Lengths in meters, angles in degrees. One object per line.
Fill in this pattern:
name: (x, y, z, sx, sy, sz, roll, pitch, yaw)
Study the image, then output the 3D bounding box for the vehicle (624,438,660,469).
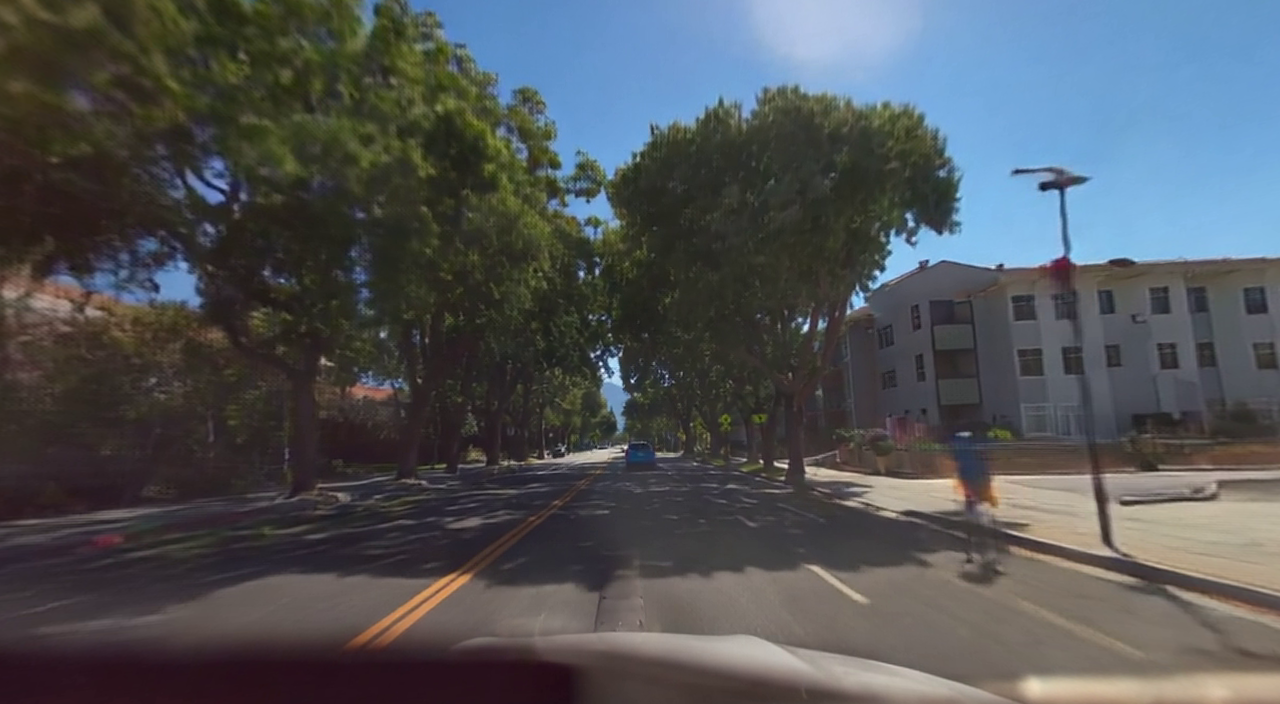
vehicle: (0.142, 5.868, 36.667, 1.981, 1.703, 3.691, 0, -8, 0)
